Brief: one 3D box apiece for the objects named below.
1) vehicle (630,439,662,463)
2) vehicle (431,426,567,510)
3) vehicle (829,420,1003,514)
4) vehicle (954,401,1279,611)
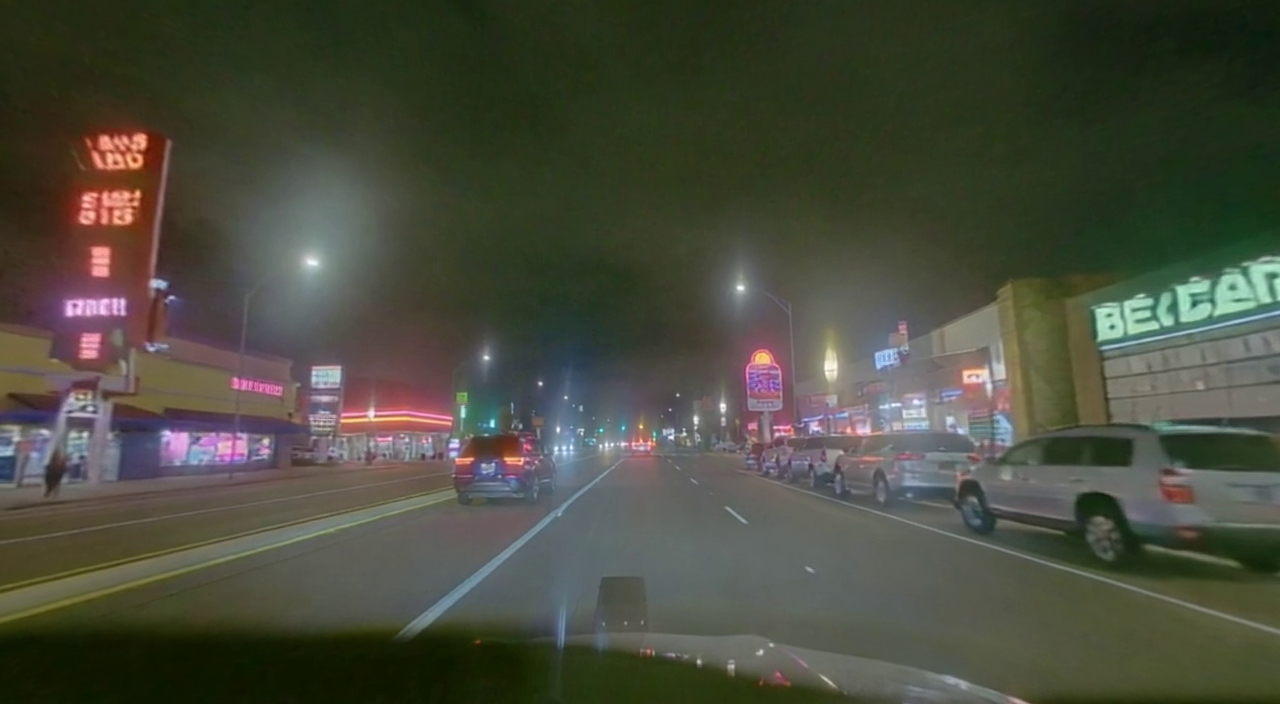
[{"bbox_3d":[0.381,6.662,42.575,2.037,1.484,4.073,0,-9,0],"label":"vehicle"},{"bbox_3d":[-3.058,2.632,14.755,2.049,1.646,4.445,0,-9,1],"label":"vehicle"},{"bbox_3d":[6.397,2.720,15.395,2.128,1.900,4.724,0,-9,0],"label":"vehicle"},{"bbox_3d":[6.462,1.722,8.094,2.203,1.797,5.165,0,-9,0],"label":"vehicle"}]
